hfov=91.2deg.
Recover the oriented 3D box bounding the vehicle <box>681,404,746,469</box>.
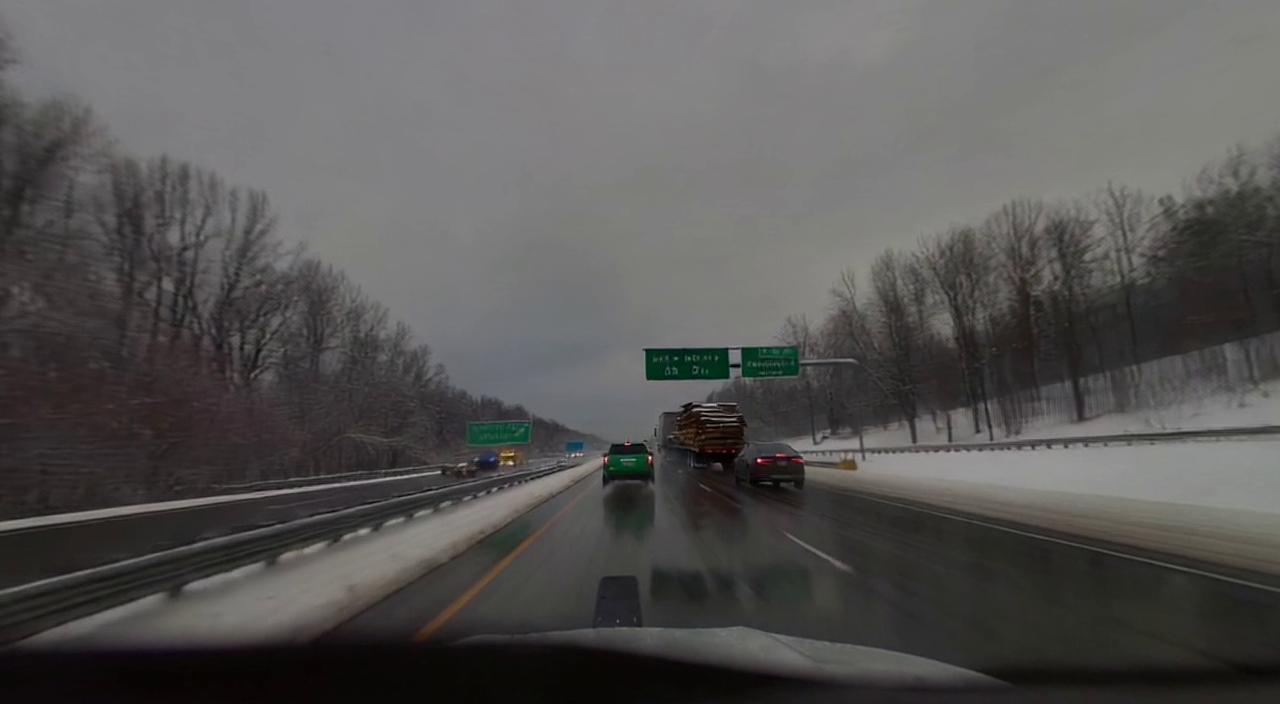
[{"bbox_3d":[4.690,5.720,41.945,3.125,3.895,8.461,0,-9,-1],"label":"vehicle"}]

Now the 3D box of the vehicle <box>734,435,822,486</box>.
[{"bbox_3d":[4.925,3.958,23.075,2.057,1.660,4.525,0,-9,-2],"label":"vehicle"}]

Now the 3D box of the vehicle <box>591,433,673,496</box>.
[{"bbox_3d":[-0.216,3.394,19.246,2.263,1.699,3.936,-1,-9,0],"label":"vehicle"}]
